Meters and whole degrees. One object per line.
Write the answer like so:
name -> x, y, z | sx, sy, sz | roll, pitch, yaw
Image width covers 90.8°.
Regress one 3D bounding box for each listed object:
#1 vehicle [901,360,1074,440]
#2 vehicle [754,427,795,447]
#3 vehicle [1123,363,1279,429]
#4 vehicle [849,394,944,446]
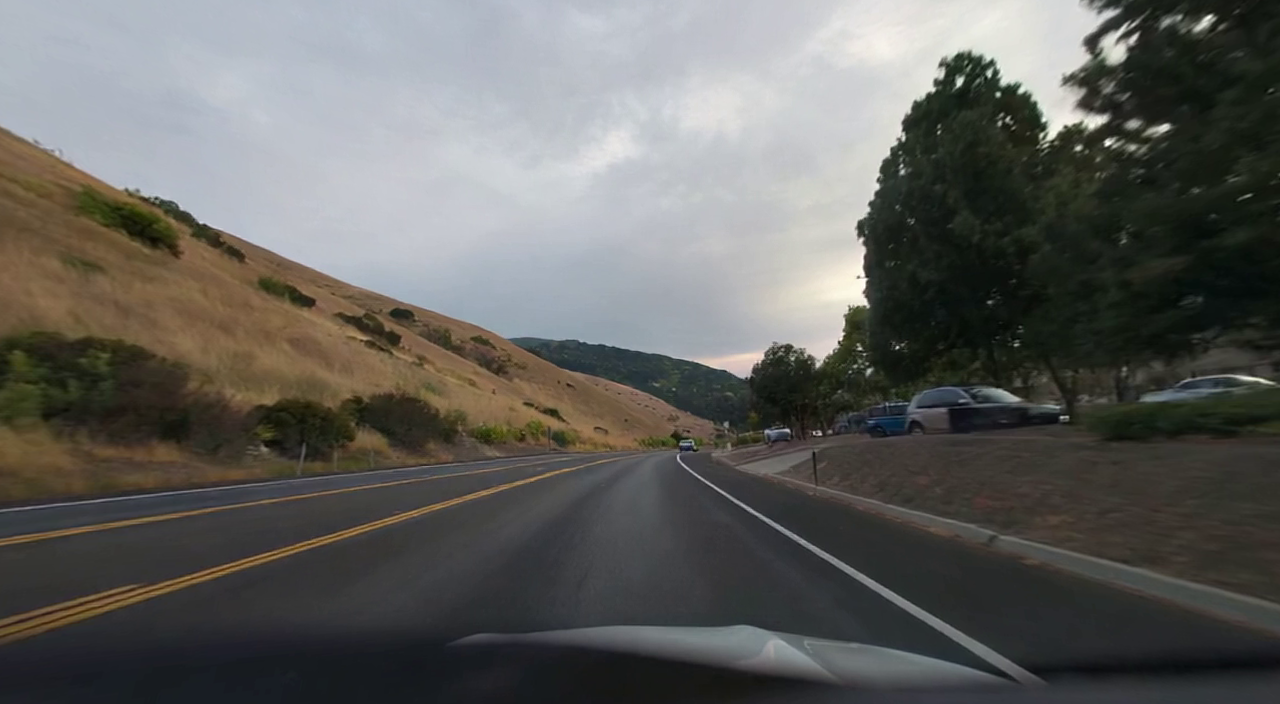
vehicle -> 9.614, 1.511, 18.062 | 2.108, 1.946, 4.669 | 0, -9, -2
vehicle -> 10.521, 6.715, 49.799 | 2.103, 1.447, 4.727 | 0, -9, 0
vehicle -> 18.958, 1.589, 20.781 | 2.088, 1.731, 5.442 | -1, -9, 4
vehicle -> 9.757, 2.713, 24.428 | 1.929, 1.593, 4.030 | -5, -10, 1
